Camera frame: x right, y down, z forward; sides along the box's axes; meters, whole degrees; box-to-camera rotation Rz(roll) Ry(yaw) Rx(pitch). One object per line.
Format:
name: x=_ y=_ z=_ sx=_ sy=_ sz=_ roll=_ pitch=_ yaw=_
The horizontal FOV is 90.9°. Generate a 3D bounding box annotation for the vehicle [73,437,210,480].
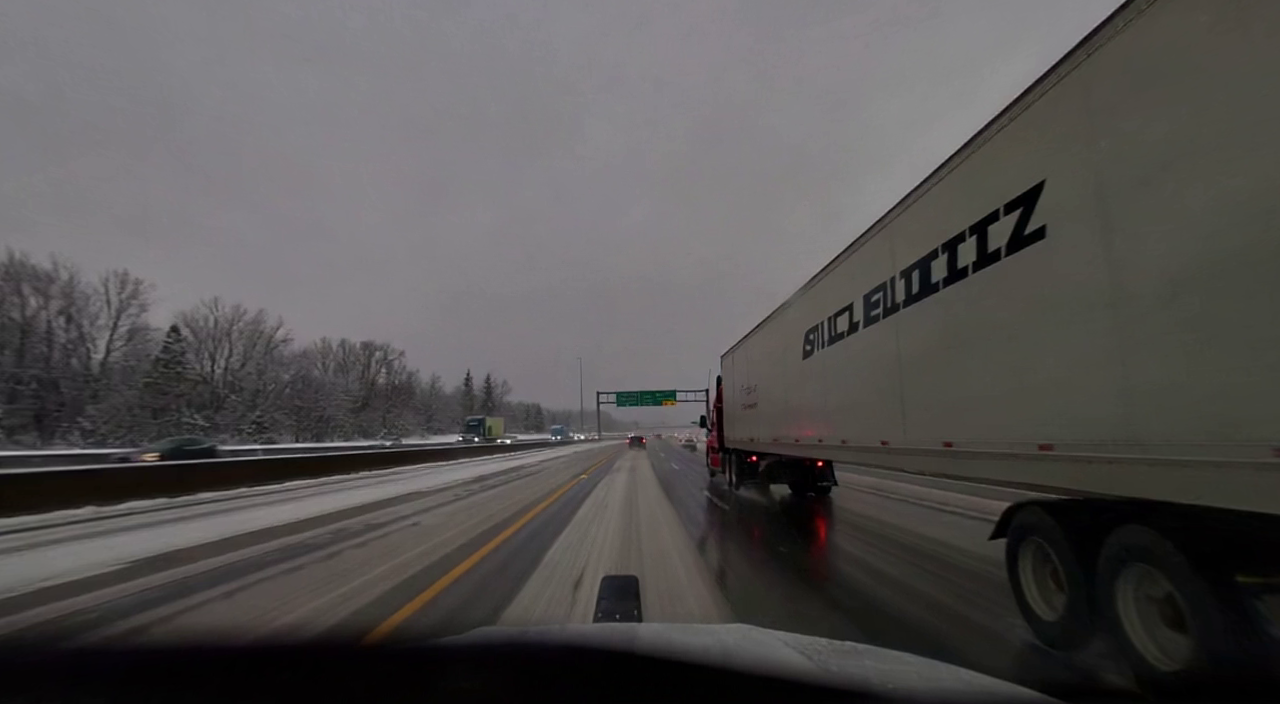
vehicle: x=-19.248 y=4.095 z=24.615 sx=1.930 sy=1.486 sz=4.185 roll=0 pitch=-8 yaw=-1

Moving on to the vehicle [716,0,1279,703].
vehicle: x=3.689 y=0.516 z=9.354 sx=2.976 sy=4.077 sz=14.571 roll=0 pitch=-8 yaw=-1
